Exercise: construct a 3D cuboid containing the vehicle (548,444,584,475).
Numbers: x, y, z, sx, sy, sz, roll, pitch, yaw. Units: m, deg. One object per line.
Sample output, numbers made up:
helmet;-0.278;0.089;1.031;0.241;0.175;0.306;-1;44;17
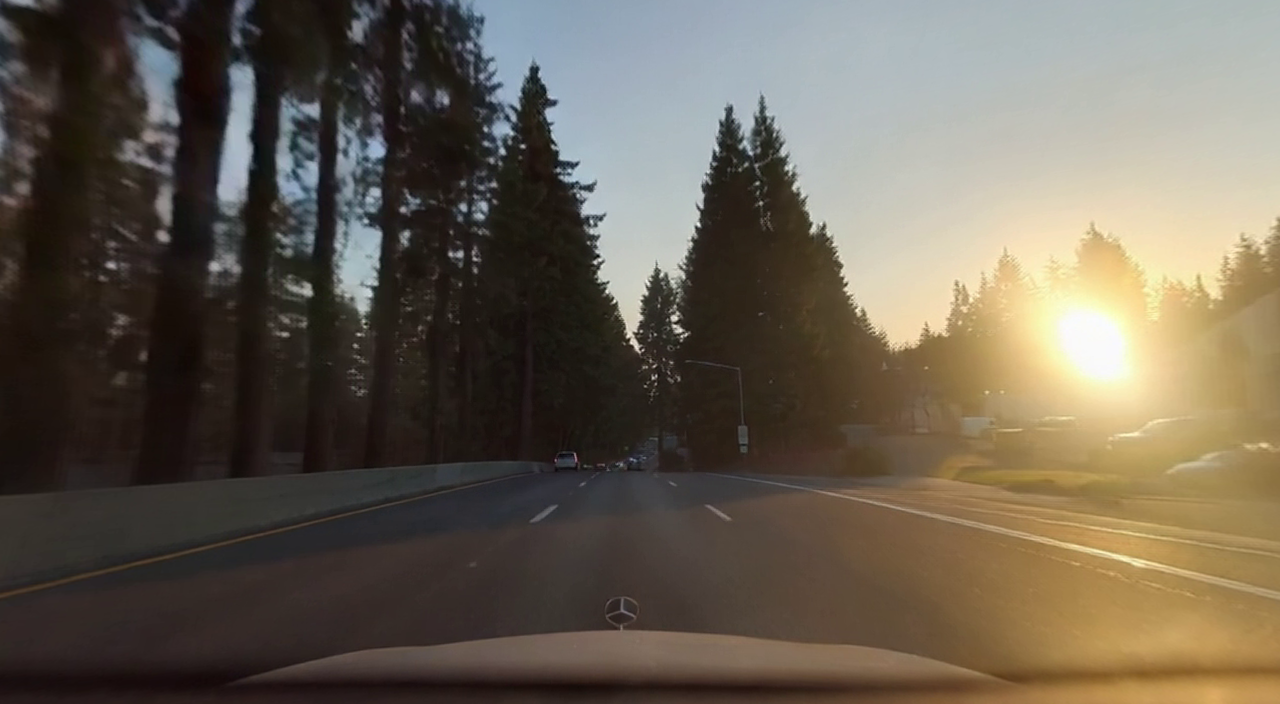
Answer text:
vehicle;-5.610;8.180;48.359;2.323;2.252;4.808;0;-8;-2
